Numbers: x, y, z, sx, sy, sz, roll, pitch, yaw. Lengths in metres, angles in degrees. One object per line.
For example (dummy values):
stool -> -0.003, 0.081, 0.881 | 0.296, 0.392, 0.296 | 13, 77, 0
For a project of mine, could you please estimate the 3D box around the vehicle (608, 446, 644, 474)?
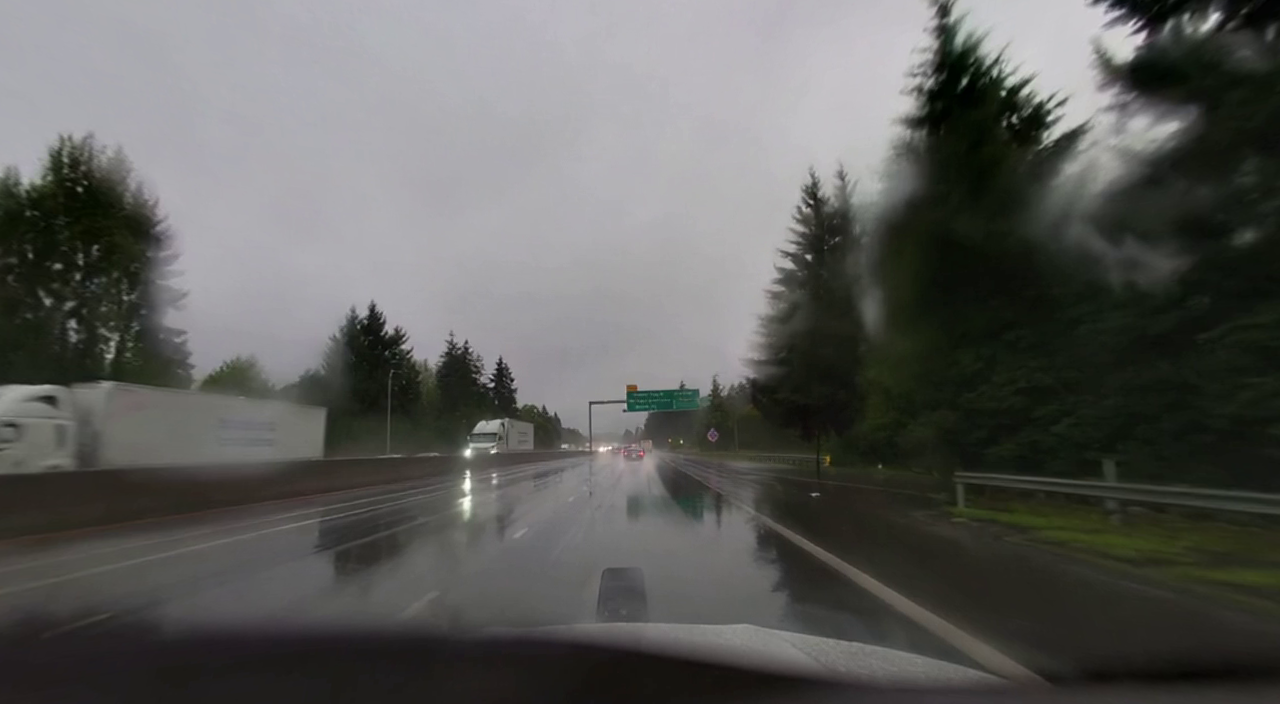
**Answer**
vehicle -> -0.738, 6.065, 35.626 | 1.860, 1.473, 3.689 | 0, -9, 1

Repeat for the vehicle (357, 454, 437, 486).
vehicle -> -12.426, 6.041, 32.595 | 2.077, 1.435, 5.032 | 0, -9, 1

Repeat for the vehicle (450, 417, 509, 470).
vehicle -> -12.523, 7.259, 49.696 | 2.969, 3.863, 5.830 | 0, -9, 1

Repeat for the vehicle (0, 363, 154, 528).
vehicle -> -16.882, 2.497, 16.710 | 3.026, 3.934, 5.923 | 0, -9, 0
